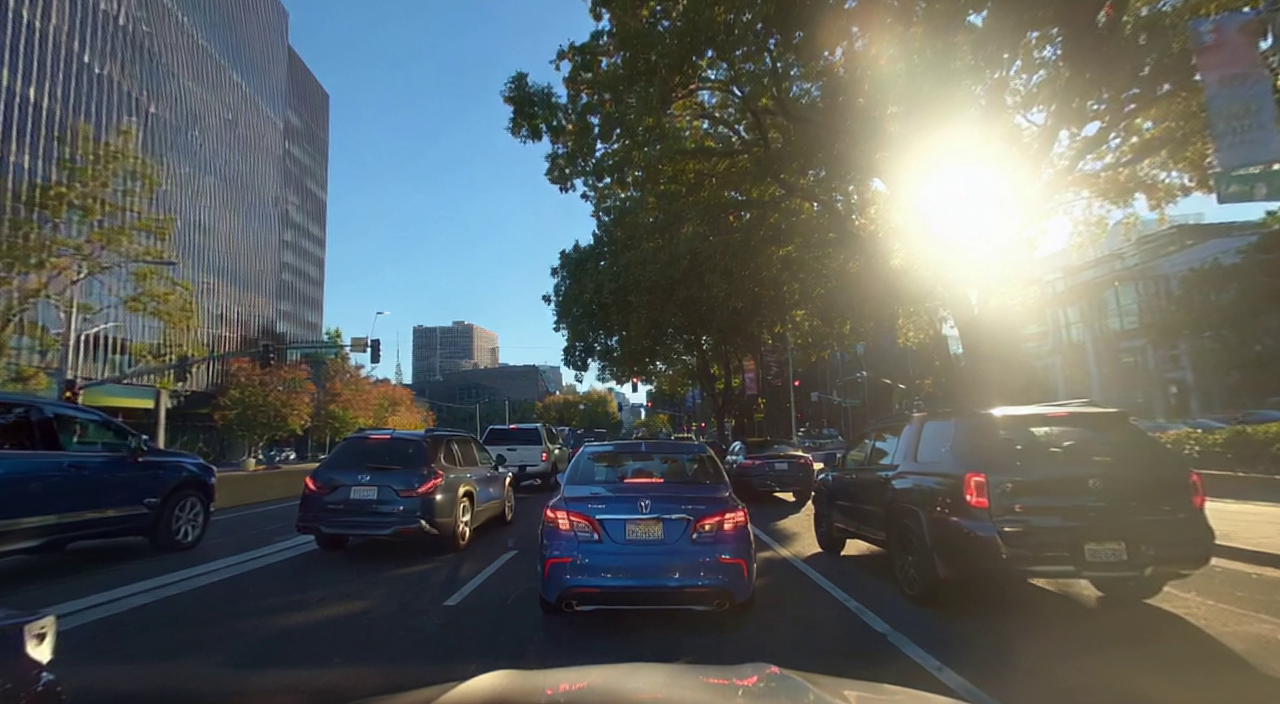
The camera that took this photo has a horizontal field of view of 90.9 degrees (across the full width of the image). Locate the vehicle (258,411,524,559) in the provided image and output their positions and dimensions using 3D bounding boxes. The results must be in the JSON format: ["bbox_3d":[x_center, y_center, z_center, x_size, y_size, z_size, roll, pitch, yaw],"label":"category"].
[{"bbox_3d":[-3.366,1.914,9.788,2.168,1.719,4.561,-1,-9,1],"label":"vehicle"}]

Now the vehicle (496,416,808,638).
[{"bbox_3d":[0.081,1.506,6.391,2.147,1.507,3.953,0,-8,0],"label":"vehicle"}]

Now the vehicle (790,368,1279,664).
[{"bbox_3d":[3.073,1.311,6.075,2.108,1.785,4.334,0,-9,-1],"label":"vehicle"}]

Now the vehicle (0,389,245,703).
[{"bbox_3d":[-3.398,0.747,1.240,2.144,1.505,4.635,-1,-9,1],"label":"vehicle"}]
